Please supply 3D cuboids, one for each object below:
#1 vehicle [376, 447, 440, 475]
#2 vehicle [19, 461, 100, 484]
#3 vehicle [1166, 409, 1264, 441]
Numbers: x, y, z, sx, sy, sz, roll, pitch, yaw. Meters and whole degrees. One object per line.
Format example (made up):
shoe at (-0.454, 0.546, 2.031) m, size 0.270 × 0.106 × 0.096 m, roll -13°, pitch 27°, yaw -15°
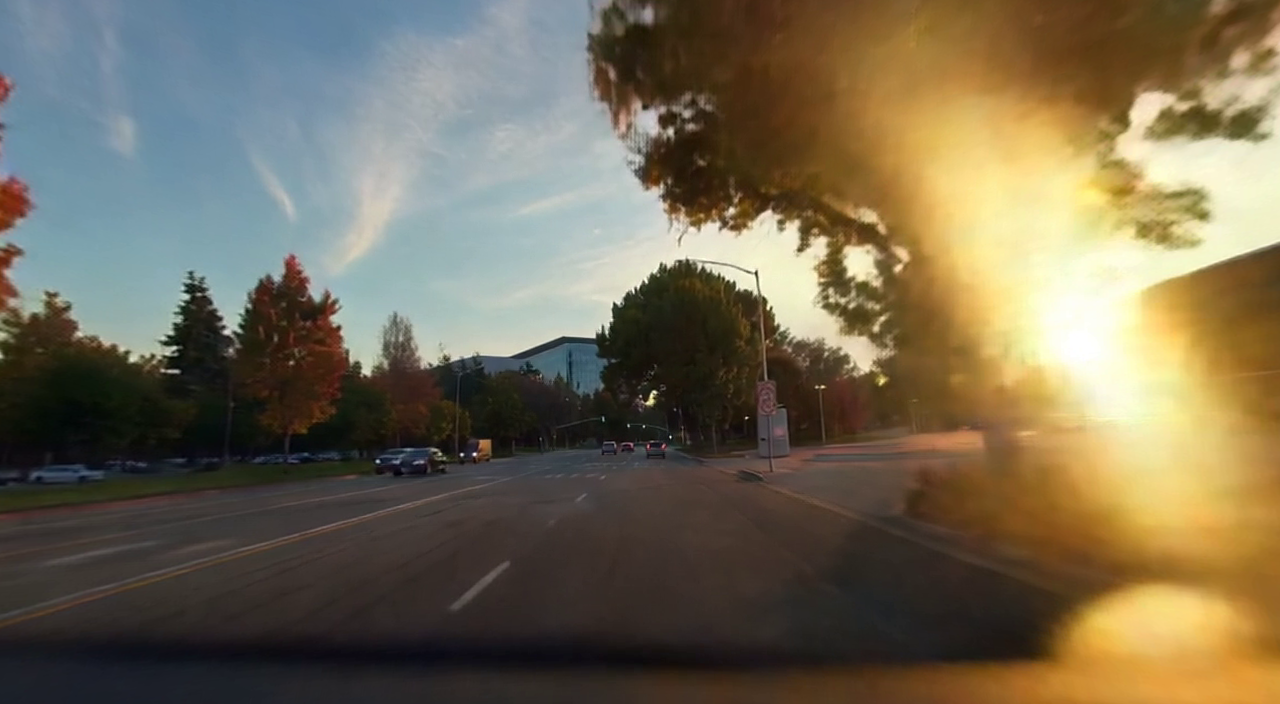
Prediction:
vehicle at (-13.591, 6.397, 37.088) m, size 1.939 × 1.548 × 4.490 m, roll 0°, pitch -8°, yaw 2°
vehicle at (-41.905, 8.690, 45.323) m, size 4.101 × 1.465 × 1.819 m, roll 0°, pitch -8°, yaw 3°
vehicle at (39.046, 5.009, 42.819) m, size 2.045 × 2.000 × 4.878 m, roll -1°, pitch -8°, yaw 0°
